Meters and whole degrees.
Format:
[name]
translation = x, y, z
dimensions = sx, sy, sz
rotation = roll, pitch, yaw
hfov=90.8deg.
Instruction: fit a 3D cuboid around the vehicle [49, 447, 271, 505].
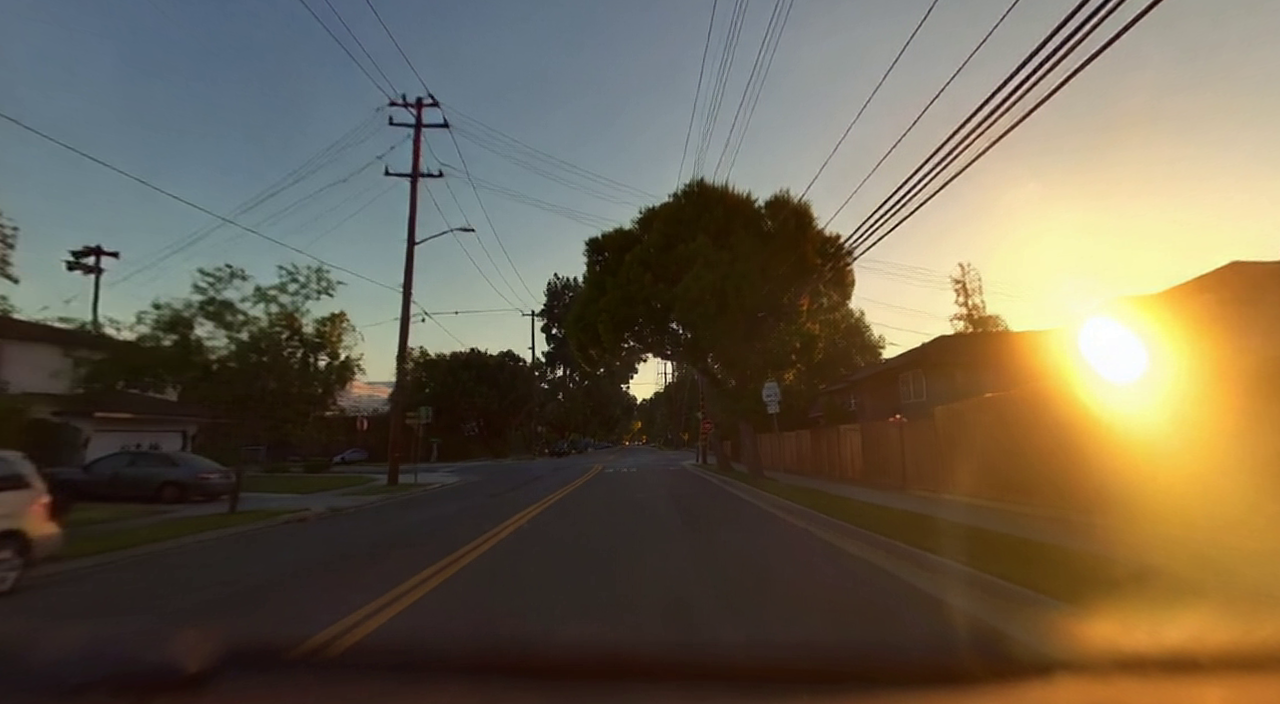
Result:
[vehicle]
translation = -13.371, 3.453, 17.916
dimensions = 4.424, 1.487, 2.139
rotation = 1, -8, -7
